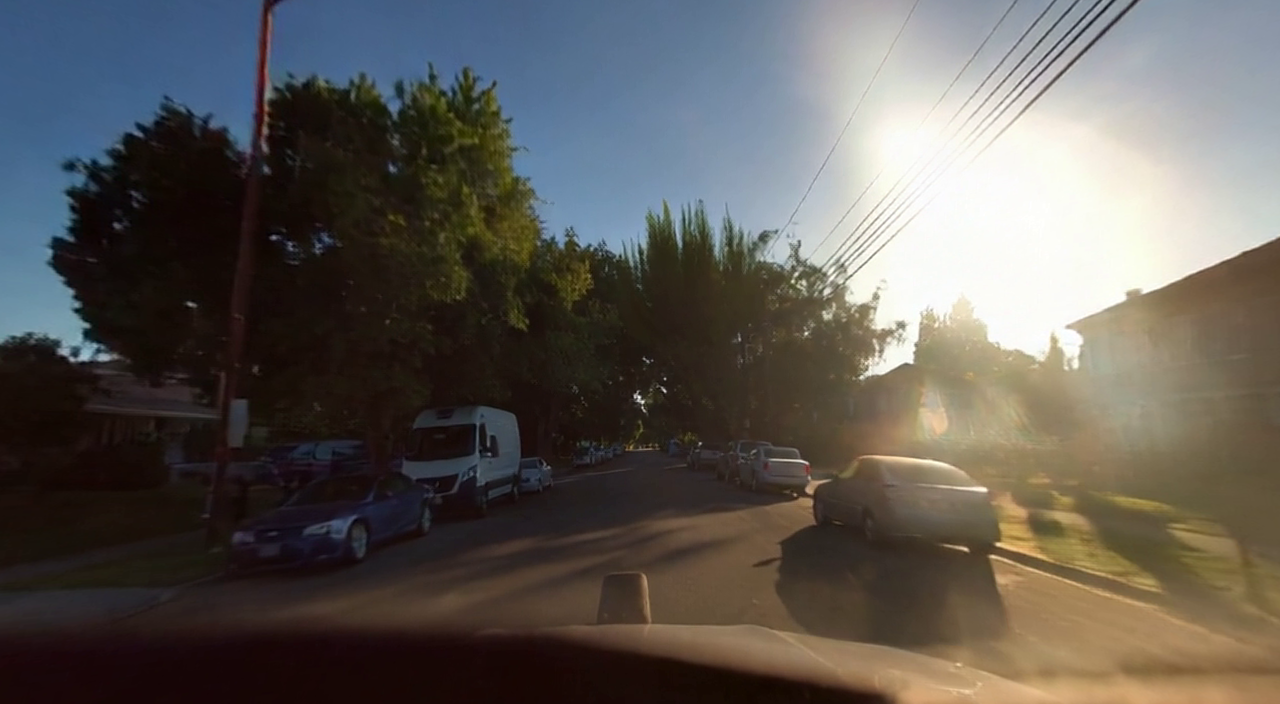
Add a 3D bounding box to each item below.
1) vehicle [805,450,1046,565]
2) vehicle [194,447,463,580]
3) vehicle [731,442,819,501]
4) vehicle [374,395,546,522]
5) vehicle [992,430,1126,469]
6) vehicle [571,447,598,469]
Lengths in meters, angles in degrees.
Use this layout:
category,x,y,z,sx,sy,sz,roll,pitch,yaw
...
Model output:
category,x,y,z,sx,sy,sz,roll,pitch,yaw
vehicle,4.164,2.300,10.084,1.846,1.351,4.272,2,-9,-1
vehicle,-4.779,2.489,10.701,2.023,1.568,4.942,-3,-8,1
vehicle,4.111,3.682,19.831,1.839,1.520,4.498,3,-9,1
vehicle,-4.421,2.753,16.713,2.470,2.613,5.989,-4,-9,4
vehicle,21.981,5.111,33.159,5.271,1.913,2.466,0,-8,1
vehicle,-4.282,8.261,49.046,1.870,1.562,4.212,0,-8,-1
